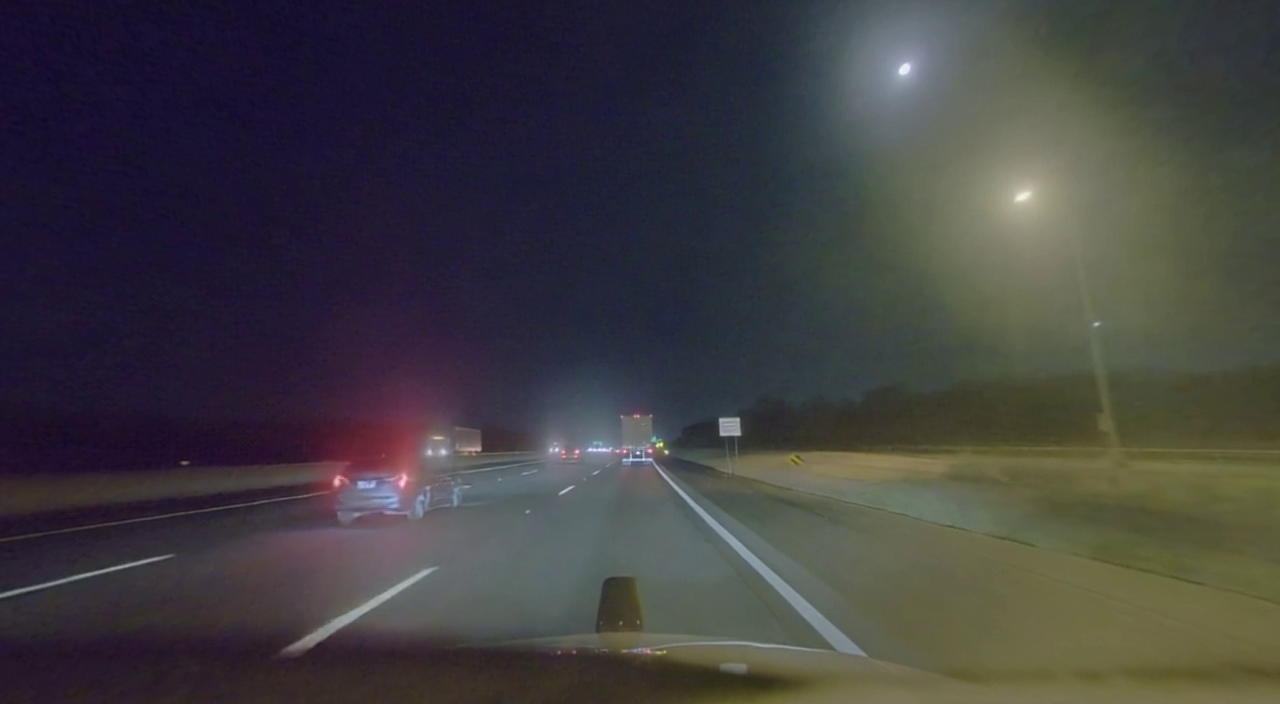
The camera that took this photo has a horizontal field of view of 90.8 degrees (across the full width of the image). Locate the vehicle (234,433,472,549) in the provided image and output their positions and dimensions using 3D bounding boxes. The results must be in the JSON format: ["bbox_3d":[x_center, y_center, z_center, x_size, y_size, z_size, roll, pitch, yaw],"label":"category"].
[{"bbox_3d":[-4.336,2.156,10.363,2.024,1.515,3.907,0,-9,0],"label":"vehicle"}]
